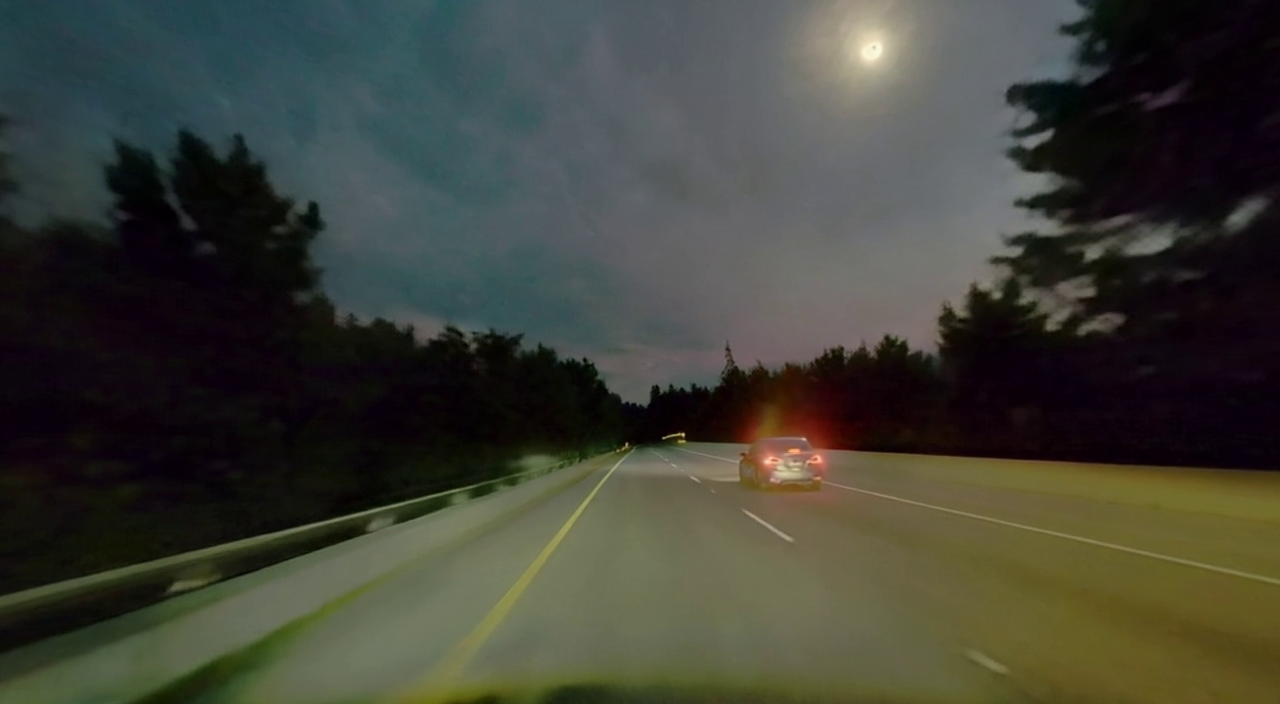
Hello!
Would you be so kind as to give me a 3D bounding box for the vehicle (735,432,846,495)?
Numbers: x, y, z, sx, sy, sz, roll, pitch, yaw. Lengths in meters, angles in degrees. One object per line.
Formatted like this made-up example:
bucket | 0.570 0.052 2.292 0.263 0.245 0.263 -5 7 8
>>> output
vehicle | 4.129 3.114 18.094 1.905 1.525 4.719 0 -8 -1
